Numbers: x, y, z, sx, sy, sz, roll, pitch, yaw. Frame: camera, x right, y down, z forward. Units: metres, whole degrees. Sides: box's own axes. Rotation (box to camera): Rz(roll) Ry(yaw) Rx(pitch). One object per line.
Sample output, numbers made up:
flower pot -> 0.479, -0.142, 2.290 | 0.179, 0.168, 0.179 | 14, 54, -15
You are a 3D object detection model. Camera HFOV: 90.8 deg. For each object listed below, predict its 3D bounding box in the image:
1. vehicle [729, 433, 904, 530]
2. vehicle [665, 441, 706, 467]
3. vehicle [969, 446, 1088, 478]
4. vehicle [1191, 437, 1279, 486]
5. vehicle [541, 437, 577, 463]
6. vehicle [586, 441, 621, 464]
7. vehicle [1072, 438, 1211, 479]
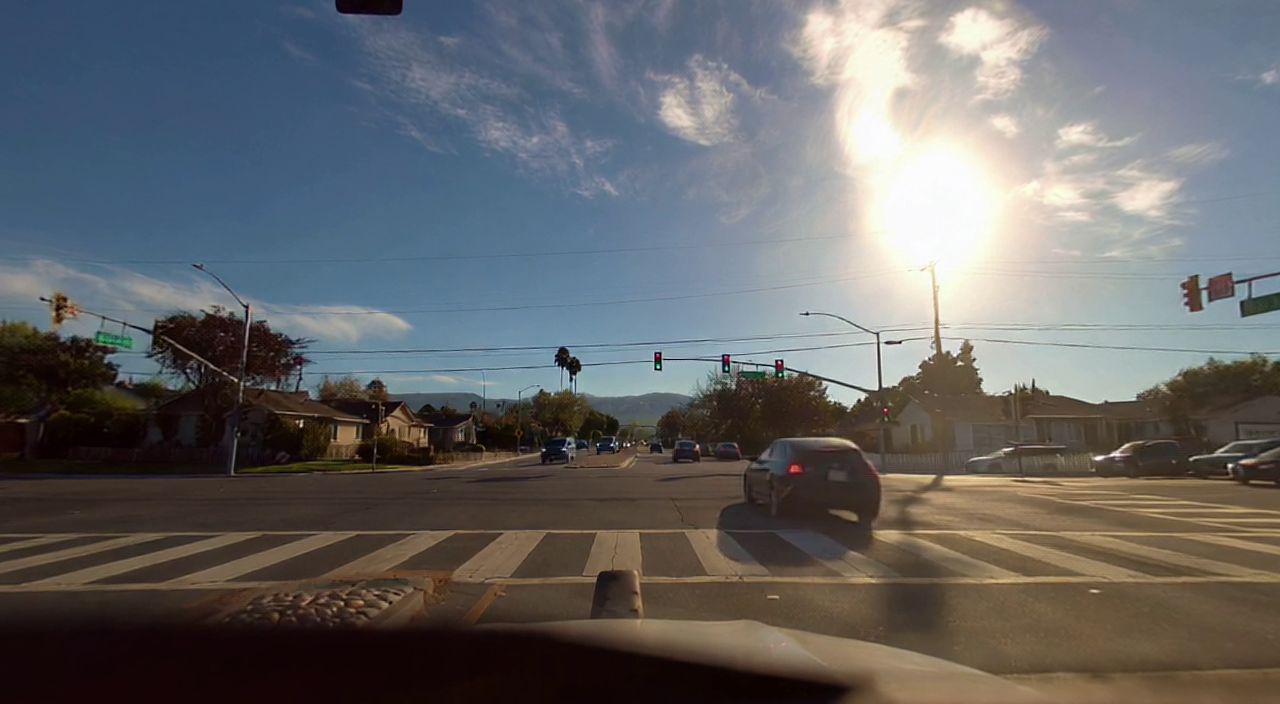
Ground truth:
vehicle -> 3.019, 2.314, 11.925 | 1.947, 1.467, 4.455 | 0, -9, -1
vehicle -> 2.767, 6.321, 39.432 | 2.142, 1.506, 4.948 | 0, -9, -1
vehicle -> 19.738, 5.606, 32.240 | 4.874, 1.544, 1.779 | 0, -9, 1
vehicle -> 23.633, 4.041, 23.465 | 4.417, 1.725, 1.969 | 0, -9, -1
vehicle -> -5.566, 6.822, 43.886 | 2.025, 1.704, 4.104 | 0, -9, 0
vehicle -> -2.393, 6.714, 42.286 | 2.045, 1.484, 3.991 | 0, -9, 0
vehicle -> 23.502, 4.989, 29.745 | 4.807, 1.835, 2.033 | 0, -9, -1
